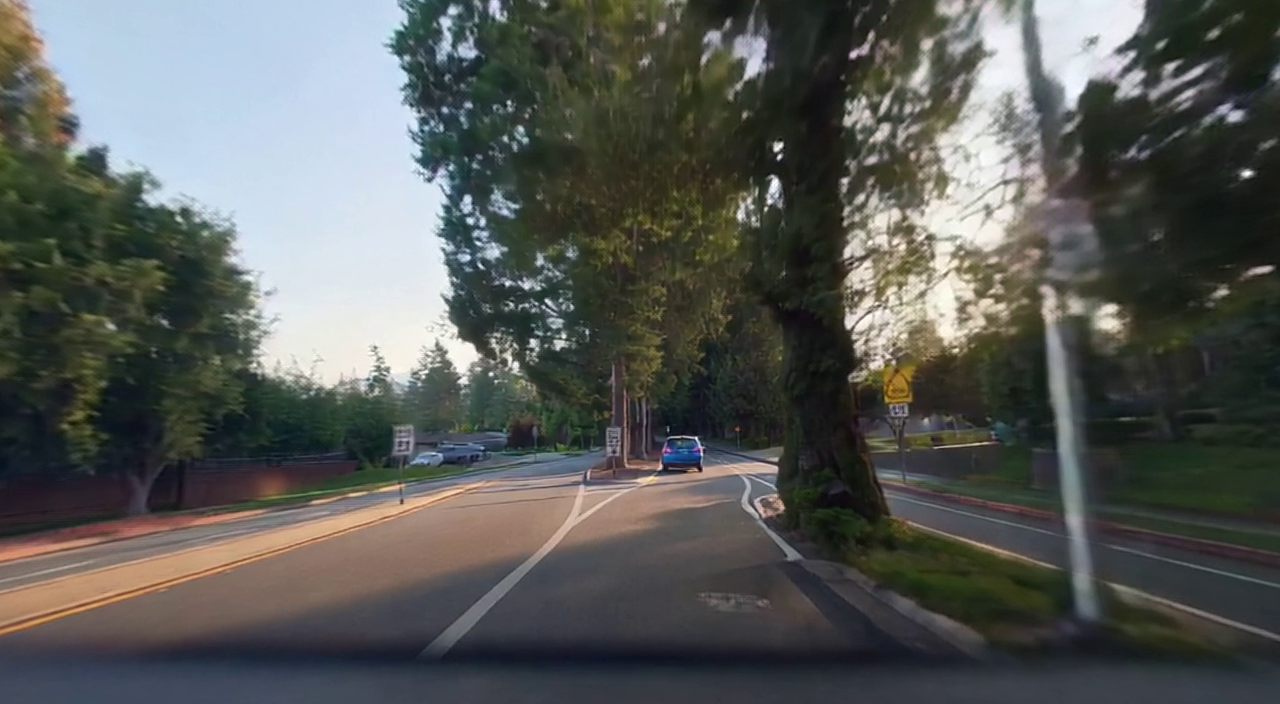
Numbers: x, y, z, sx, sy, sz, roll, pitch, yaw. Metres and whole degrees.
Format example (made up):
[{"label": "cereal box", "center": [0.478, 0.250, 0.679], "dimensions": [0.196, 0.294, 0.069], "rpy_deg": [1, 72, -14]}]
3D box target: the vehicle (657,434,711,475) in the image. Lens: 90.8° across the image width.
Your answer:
[{"label": "vehicle", "center": [1.991, 4.581, 28.487], "dimensions": [2.216, 1.708, 4.110], "rpy_deg": [-1, -8, 4]}]
